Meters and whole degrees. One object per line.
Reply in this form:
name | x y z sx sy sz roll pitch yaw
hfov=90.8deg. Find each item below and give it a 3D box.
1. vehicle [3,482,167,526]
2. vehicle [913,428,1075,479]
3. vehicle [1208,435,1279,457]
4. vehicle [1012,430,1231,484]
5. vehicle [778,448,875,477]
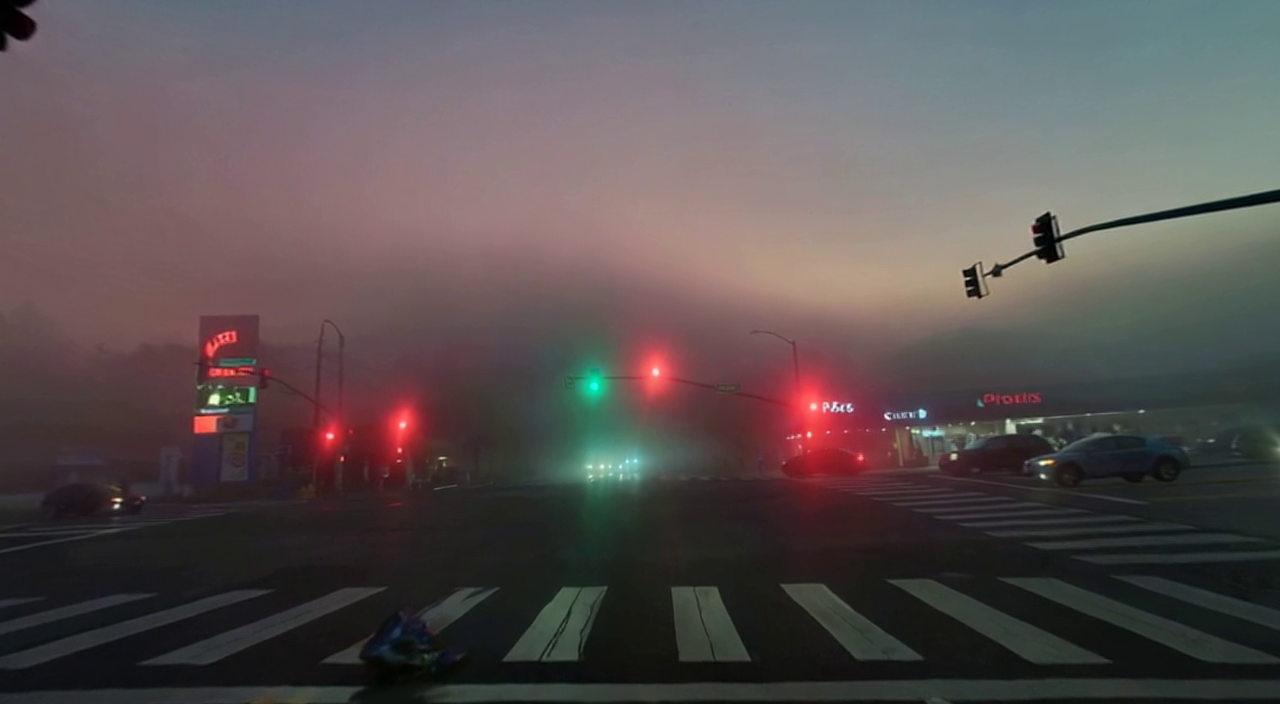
vehicle | -21.176 5.796 24.216 4.676 1.463 1.909 -1 -9 6
vehicle | 12.968 3.787 23.577 4.916 1.730 1.986 -4 -9 22
vehicle | 42.012 6.496 43.522 4.347 1.446 1.777 1 -9 -10
vehicle | 14.379 3.178 19.265 4.835 1.487 1.913 -3 -9 20
vehicle | 10.255 6.047 34.842 4.728 1.468 2.083 -5 -10 29
